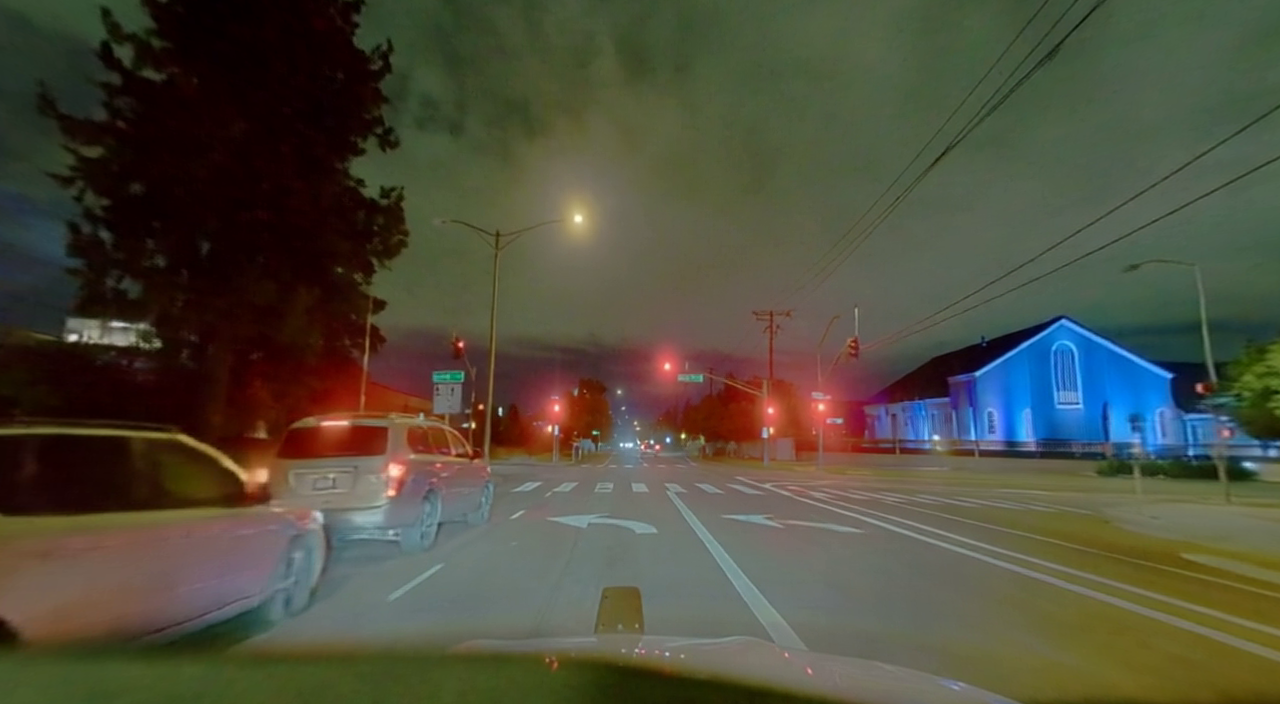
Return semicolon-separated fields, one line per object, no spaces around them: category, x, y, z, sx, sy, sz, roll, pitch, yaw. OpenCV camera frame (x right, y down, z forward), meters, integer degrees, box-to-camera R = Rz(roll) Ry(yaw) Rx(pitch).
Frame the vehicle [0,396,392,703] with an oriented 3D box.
vehicle;-3.476;1.188;4.084;1.855;1.534;4.644;0;-9;0
